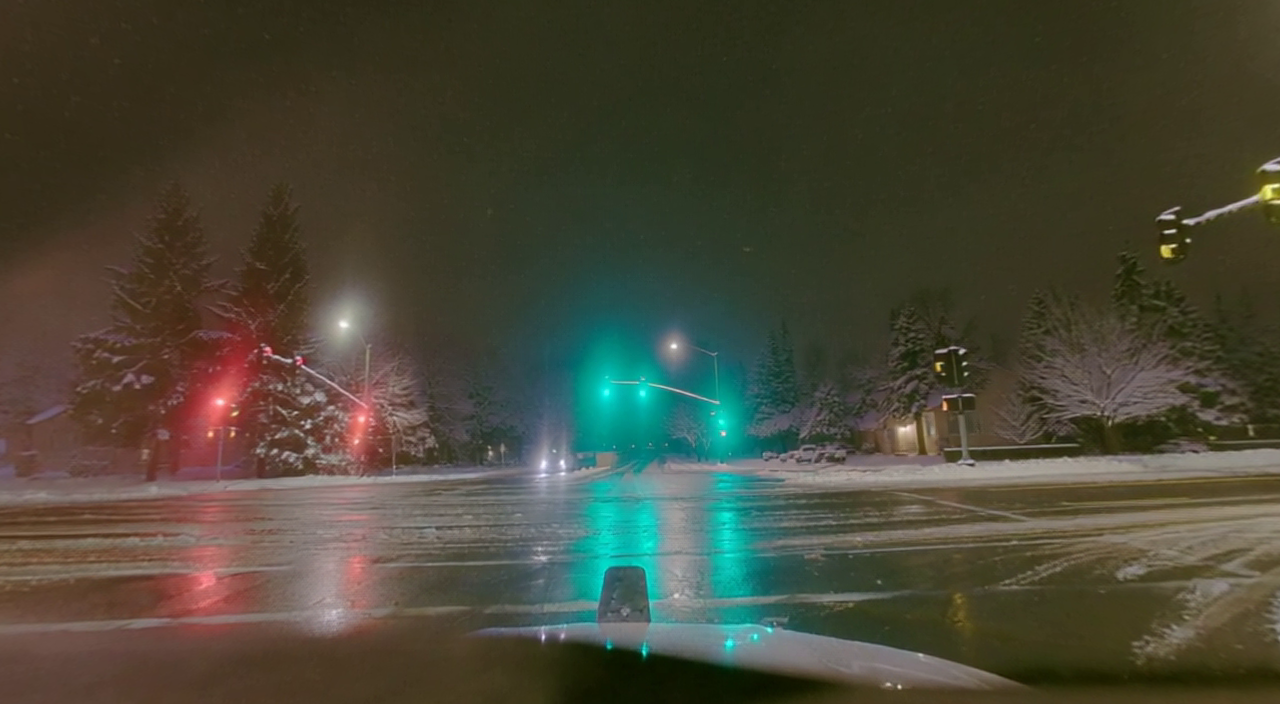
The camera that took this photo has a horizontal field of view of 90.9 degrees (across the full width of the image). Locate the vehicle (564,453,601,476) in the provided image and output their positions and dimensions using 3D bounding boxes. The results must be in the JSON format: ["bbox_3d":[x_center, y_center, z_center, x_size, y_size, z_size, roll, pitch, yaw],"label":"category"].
[{"bbox_3d":[-4.474,8.844,49.823,2.030,1.704,4.205,-1,-8,7],"label":"vehicle"}]
